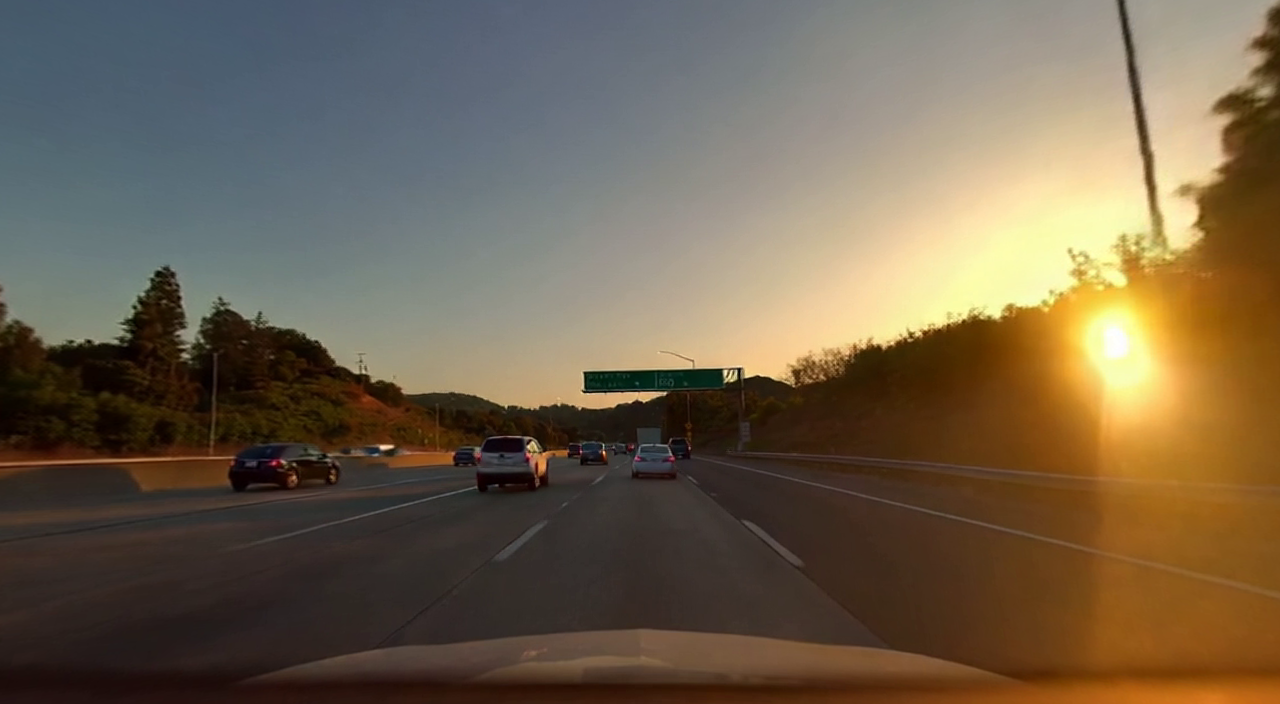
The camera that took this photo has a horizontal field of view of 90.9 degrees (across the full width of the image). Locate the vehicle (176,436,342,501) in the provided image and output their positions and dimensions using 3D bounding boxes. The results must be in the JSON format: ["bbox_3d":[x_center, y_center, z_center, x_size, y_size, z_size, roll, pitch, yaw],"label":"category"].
[{"bbox_3d":[-10.588,3.245,18.000,1.941,1.602,4.277,0,-8,2],"label":"vehicle"}]

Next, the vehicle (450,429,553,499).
[{"bbox_3d":[-3.746,3.098,17.854,1.903,1.721,4.210,0,-8,1],"label":"vehicle"}]

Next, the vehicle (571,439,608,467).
[{"bbox_3d":[-3.146,6.414,40.139,1.897,1.646,4.049,0,-8,1],"label":"vehicle"}]

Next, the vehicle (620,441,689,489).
[{"bbox_3d":[0.441,3.717,21.088,2.054,1.421,4.090,0,-8,0],"label":"vehicle"}]
